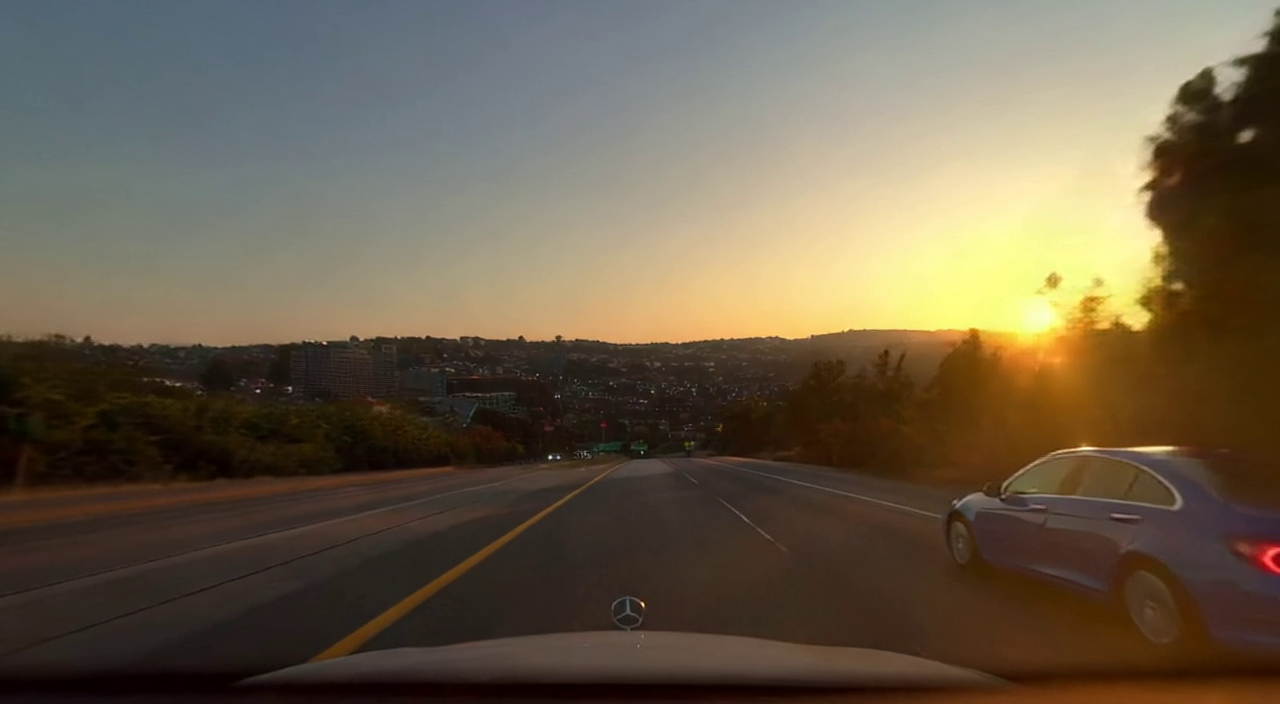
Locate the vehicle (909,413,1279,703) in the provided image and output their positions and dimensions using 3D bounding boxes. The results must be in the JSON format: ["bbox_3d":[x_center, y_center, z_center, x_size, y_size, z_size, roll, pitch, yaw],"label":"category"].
[{"bbox_3d":[4.139,1.303,4.790,2.053,1.490,4.799,0,-8,0],"label":"vehicle"}]
